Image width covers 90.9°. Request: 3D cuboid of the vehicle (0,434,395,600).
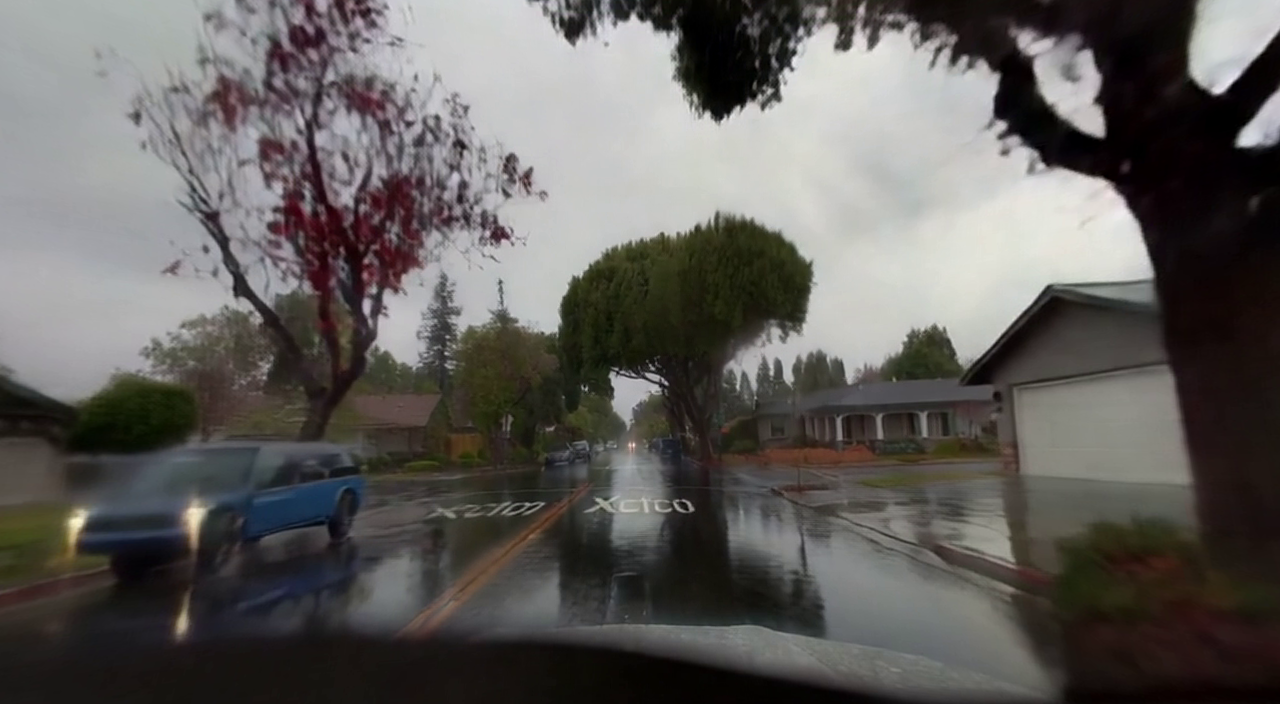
[{"bbox_3d":[-5.165,1.913,8.357,2.038,1.571,4.524,0,-8,0],"label":"vehicle"}]
